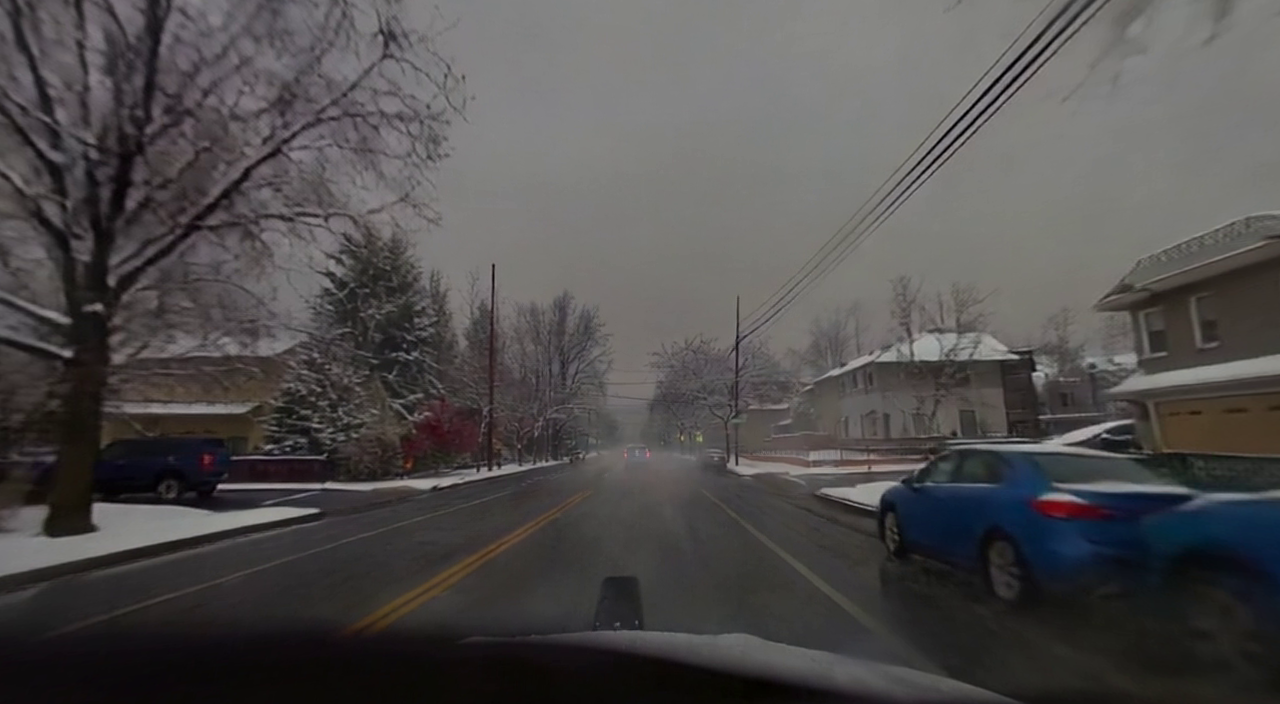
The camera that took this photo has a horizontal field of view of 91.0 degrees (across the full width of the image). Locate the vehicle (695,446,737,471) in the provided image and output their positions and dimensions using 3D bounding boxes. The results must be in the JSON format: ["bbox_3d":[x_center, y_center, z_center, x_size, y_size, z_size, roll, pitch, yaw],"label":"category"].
[{"bbox_3d":[4.697,6.679,39.806,1.977,1.481,5.155,0,-8,0],"label":"vehicle"}]

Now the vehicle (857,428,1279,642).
[{"bbox_3d":[4.044,1.664,6.816,1.899,1.547,4.259,0,-8,1],"label":"vehicle"}]

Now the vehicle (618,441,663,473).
[{"bbox_3d":[0.037,5.272,31.715,2.104,1.500,3.815,0,-8,0],"label":"vehicle"}]

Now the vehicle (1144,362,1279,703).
[{"bbox_3d":[4.121,0.705,1.247,2.100,1.830,5.040,0,-8,1],"label":"vehicle"}]

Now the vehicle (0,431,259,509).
[{"bbox_3d":[-15.597,3.628,19.408,6.278,1.911,2.173,-3,-10,0],"label":"vehicle"}]
